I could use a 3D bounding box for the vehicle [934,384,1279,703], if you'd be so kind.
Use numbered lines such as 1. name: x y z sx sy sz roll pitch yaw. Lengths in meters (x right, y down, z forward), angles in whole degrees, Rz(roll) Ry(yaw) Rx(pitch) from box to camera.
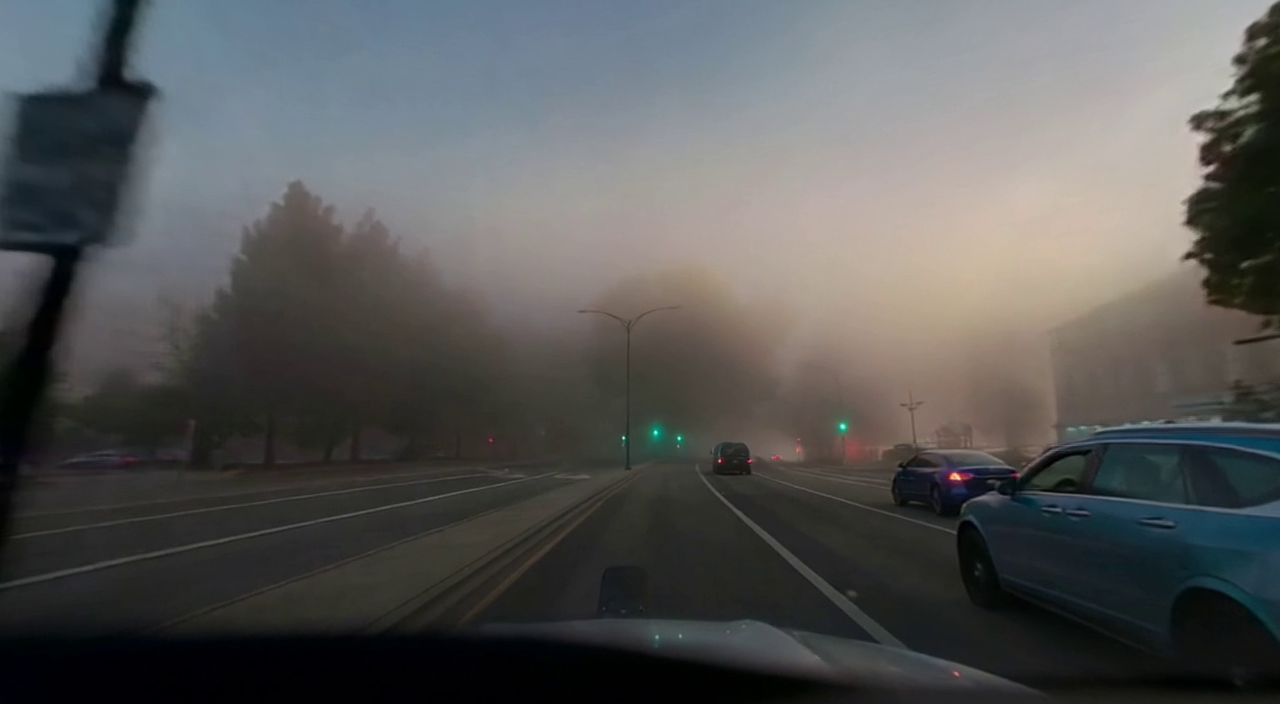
1. vehicle: 3.554 1.107 3.548 1.901 1.634 3.952 0 -9 1

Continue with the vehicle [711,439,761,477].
1. vehicle: 4.962 5.540 33.207 2.154 1.844 4.634 -1 -9 3
